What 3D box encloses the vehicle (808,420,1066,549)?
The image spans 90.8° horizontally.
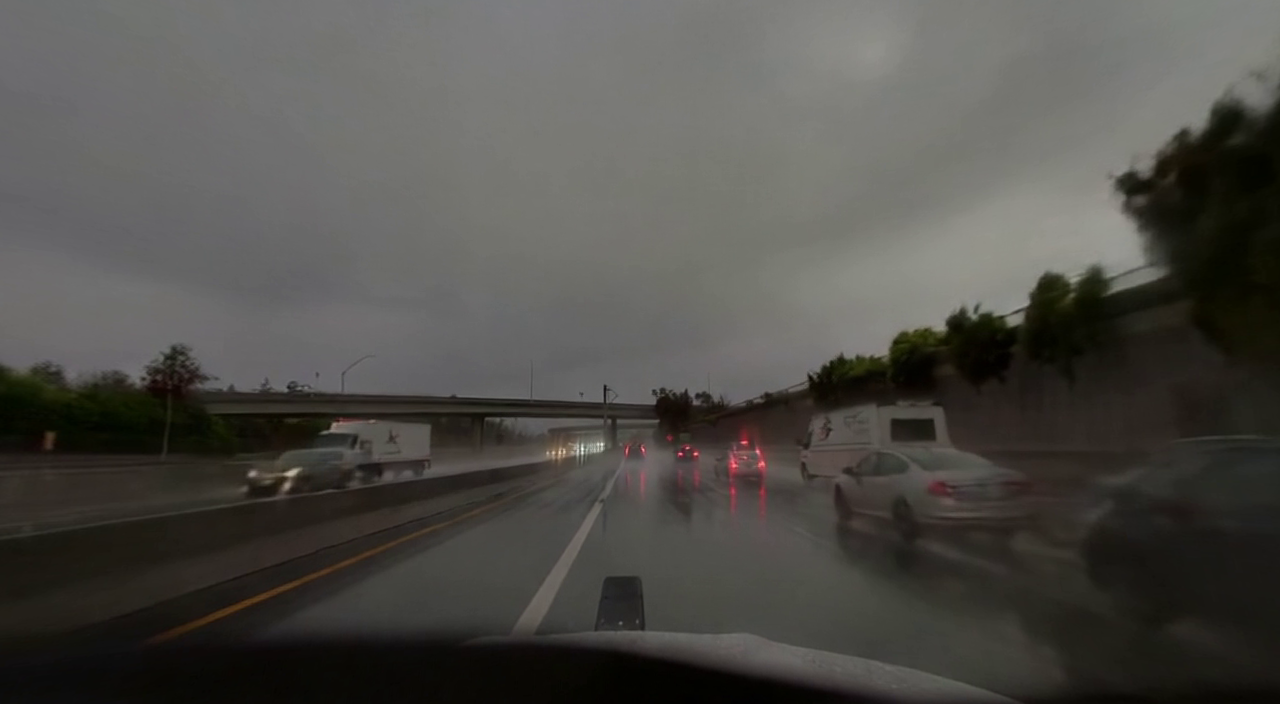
[{"bbox_3d":[4.639,2.129,10.876,2.092,1.710,4.587,0,-9,-1],"label":"vehicle"}]

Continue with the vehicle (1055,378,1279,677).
[{"bbox_3d":[4.730,0.943,3.214,2.084,1.698,4.489,0,-9,-1],"label":"vehicle"}]

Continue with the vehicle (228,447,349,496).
[{"bbox_3d":[-12.942,4.389,23.639,1.971,1.612,4.481,0,-9,-1],"label":"vehicle"}]

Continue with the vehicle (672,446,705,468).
[{"bbox_3d":[3.673,8.032,48.406,2.005,1.585,4.863,0,-9,-2],"label":"vehicle"}]

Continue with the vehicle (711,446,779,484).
[{"bbox_3d":[4.281,4.682,26.513,1.971,1.453,4.414,0,-9,-2],"label":"vehicle"}]

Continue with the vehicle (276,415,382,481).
[{"bbox_3d":[-20.774,6.518,42.982,3.051,3.996,8.261,0,-9,-1],"label":"vehicle"}]
